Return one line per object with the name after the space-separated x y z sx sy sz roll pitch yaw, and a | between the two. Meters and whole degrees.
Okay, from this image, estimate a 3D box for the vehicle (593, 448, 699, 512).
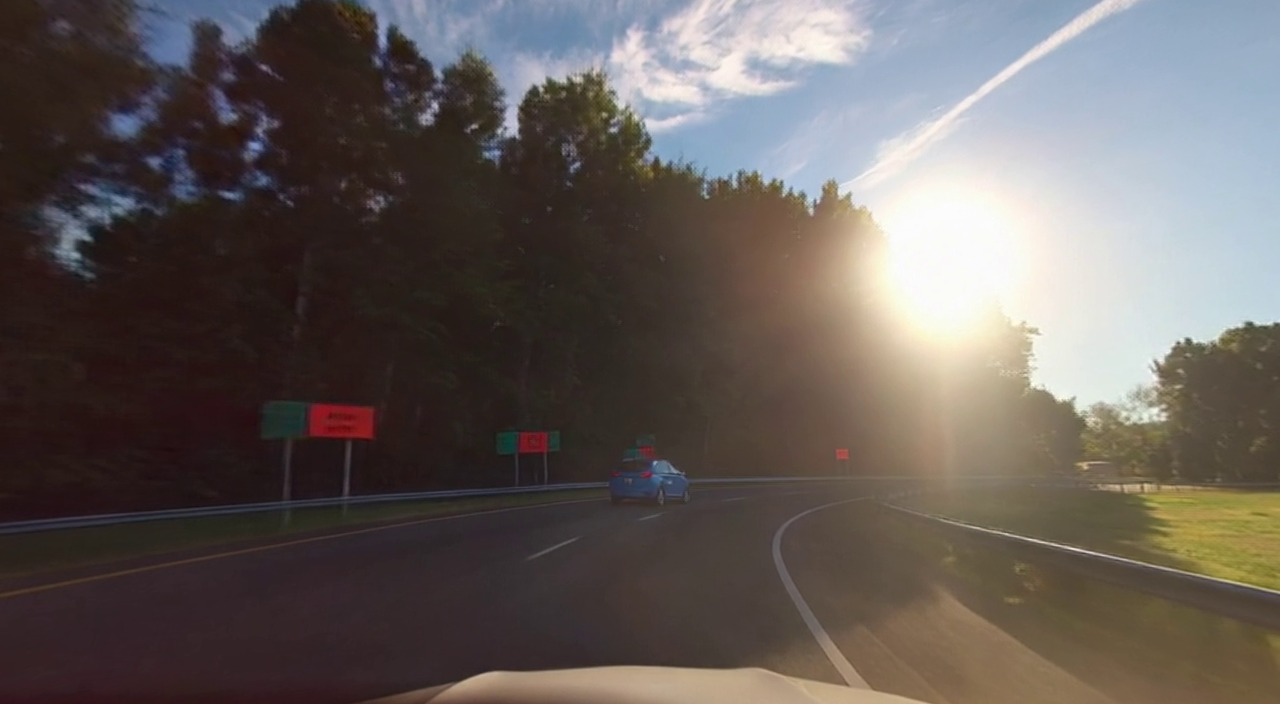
0.347 3.885 19.378 1.997 1.692 4.422 -3 -11 18 | vehicle

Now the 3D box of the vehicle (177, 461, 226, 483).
-31.017 8.516 44.699 1.758 1.470 3.823 4 -11 -19 | vehicle
